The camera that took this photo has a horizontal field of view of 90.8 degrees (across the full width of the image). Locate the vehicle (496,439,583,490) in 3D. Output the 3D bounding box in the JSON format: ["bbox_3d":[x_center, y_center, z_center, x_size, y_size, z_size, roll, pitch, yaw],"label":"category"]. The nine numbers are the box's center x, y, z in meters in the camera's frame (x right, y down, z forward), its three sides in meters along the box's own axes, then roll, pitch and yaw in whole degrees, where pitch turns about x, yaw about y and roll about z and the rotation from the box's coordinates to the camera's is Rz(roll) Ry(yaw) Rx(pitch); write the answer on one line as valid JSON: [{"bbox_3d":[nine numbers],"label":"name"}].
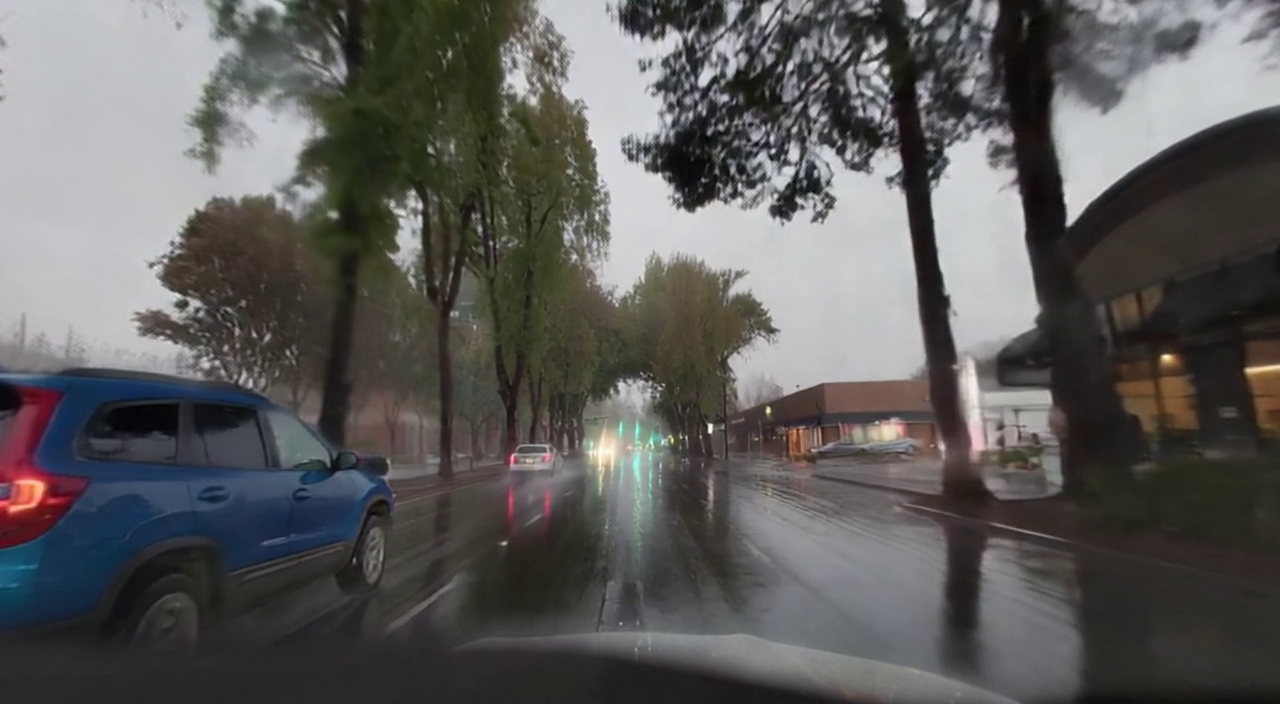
[{"bbox_3d":[-3.157,3.647,20.807,2.069,1.470,4.601,0,-8,0],"label":"vehicle"}]

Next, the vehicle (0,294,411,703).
[{"bbox_3d":[-3.383,1.007,4.309,2.042,1.817,4.364,0,-8,-1],"label":"vehicle"}]
